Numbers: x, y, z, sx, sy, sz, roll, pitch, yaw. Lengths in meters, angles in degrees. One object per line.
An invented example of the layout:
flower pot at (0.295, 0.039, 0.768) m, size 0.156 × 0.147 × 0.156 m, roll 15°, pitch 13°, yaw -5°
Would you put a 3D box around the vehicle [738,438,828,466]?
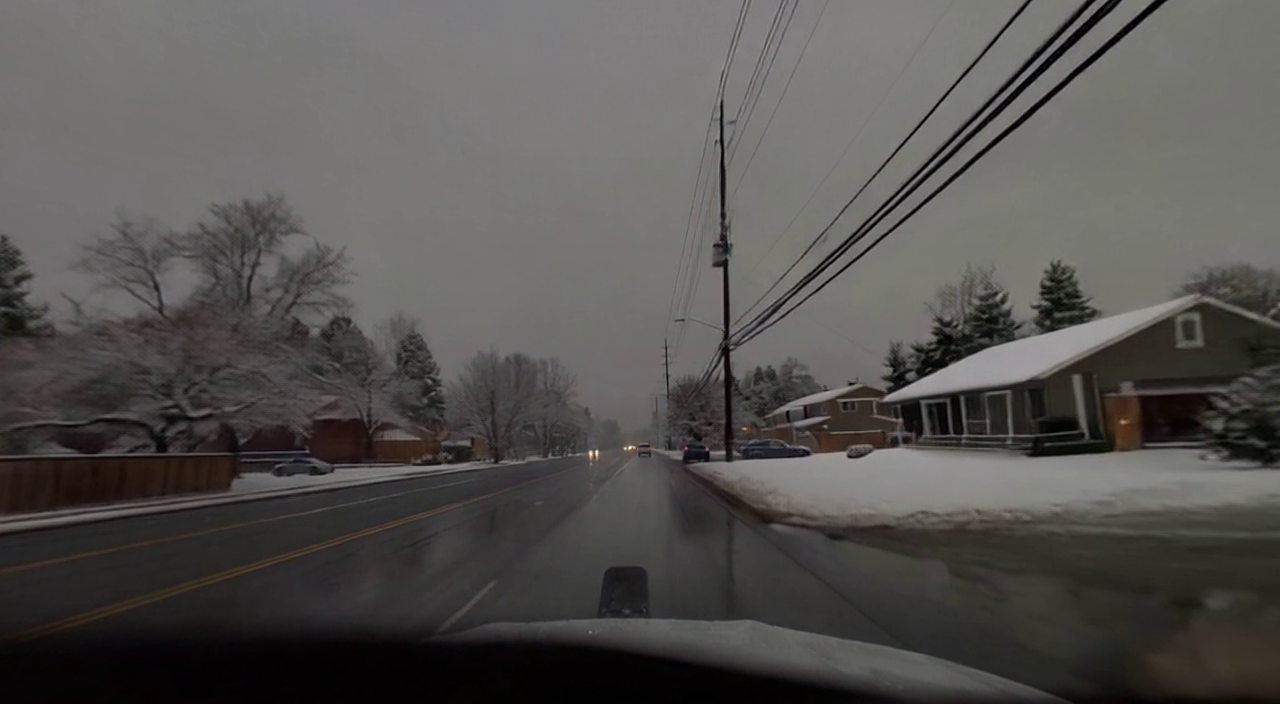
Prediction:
vehicle at (8.141, 5.740, 36.237) m, size 4.719 × 1.556 × 1.869 m, roll 0°, pitch -9°, yaw 1°
